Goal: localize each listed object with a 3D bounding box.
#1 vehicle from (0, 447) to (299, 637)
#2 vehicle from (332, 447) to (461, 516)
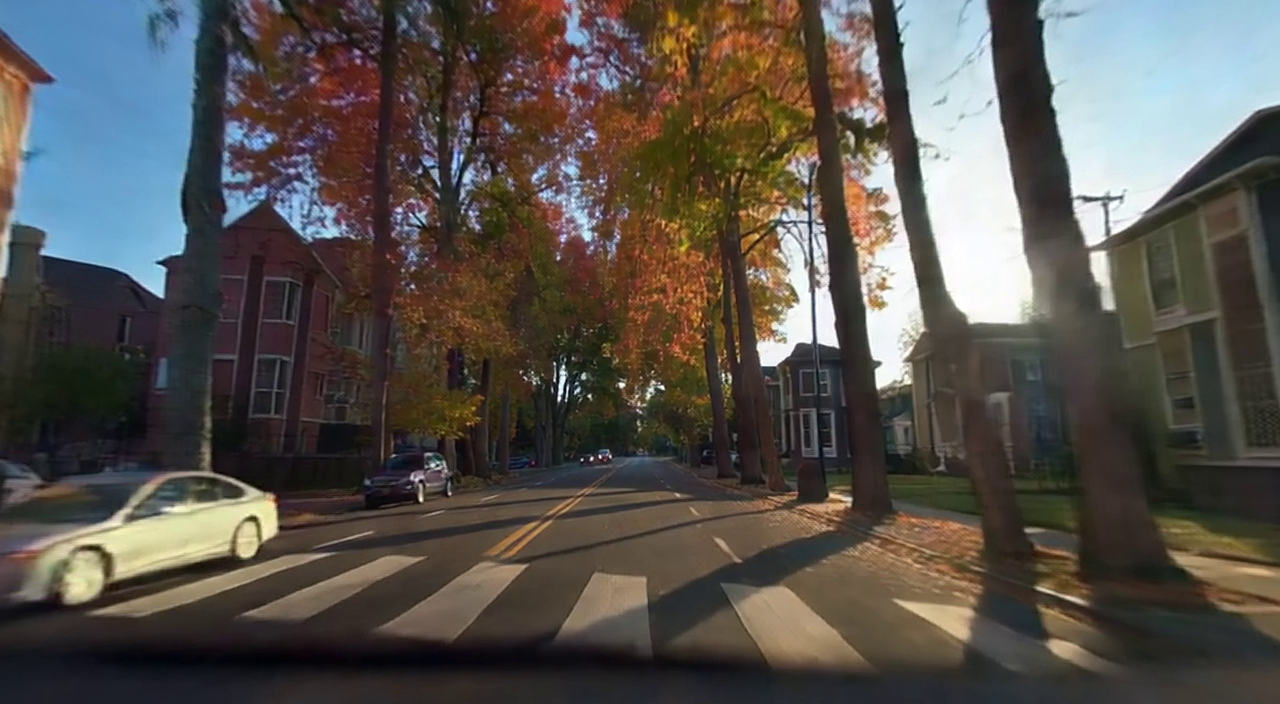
[{"bbox_3d":[-6.371,1.910,7.466,2.235,1.530,4.471,0,-9,-1],"label":"vehicle"},{"bbox_3d":[-7.402,3.931,19.950,2.129,1.730,5.544,0,-8,-3],"label":"vehicle"}]
